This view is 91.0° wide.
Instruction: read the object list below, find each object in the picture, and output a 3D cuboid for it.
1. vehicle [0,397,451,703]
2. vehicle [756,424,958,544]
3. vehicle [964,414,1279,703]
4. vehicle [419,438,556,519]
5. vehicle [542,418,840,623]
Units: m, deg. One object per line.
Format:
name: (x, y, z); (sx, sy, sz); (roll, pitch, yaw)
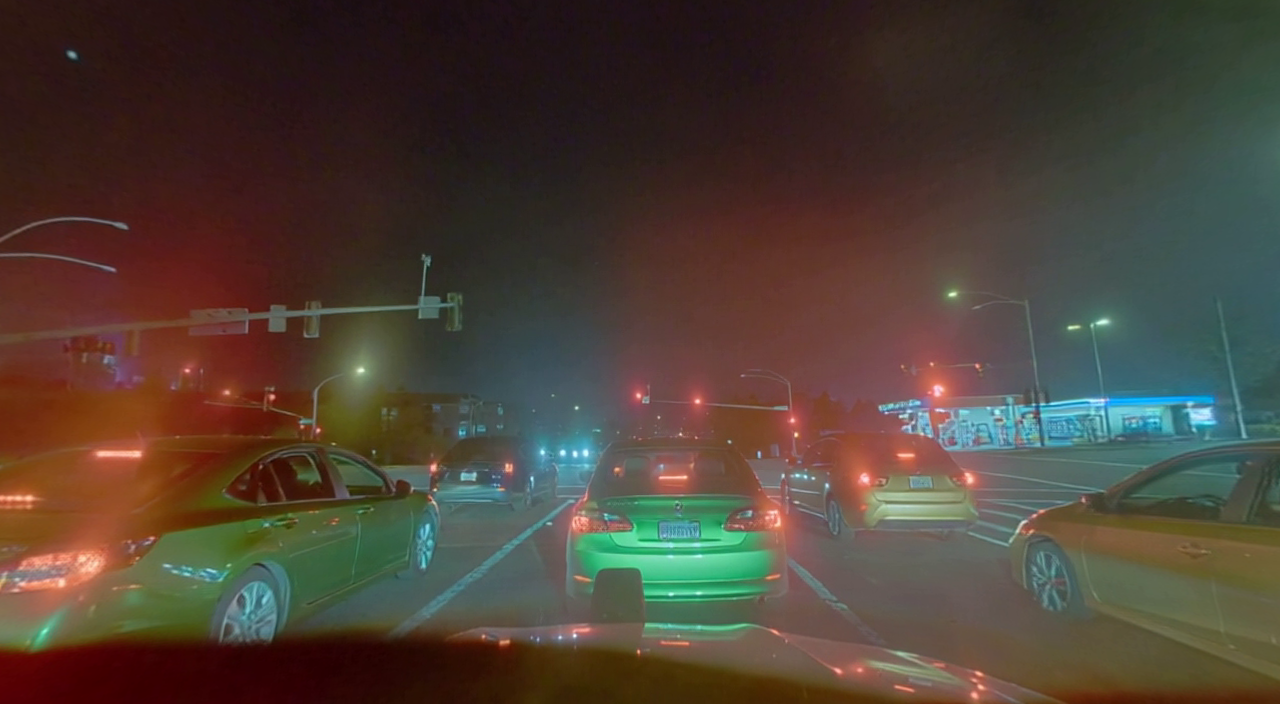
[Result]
vehicle: (-3.013, 1.248, 4.599); (1.887, 1.493, 4.255); (0, -9, 1)
vehicle: (3.373, 2.124, 10.776); (1.947, 1.630, 4.127); (0, -9, 0)
vehicle: (4.170, 1.134, 3.615); (1.950, 1.497, 4.686); (0, -9, -3)
vehicle: (-3.083, 2.639, 13.681); (1.867, 1.474, 4.237); (0, -9, 1)
vehicle: (0.321, 1.582, 6.924); (2.220, 1.507, 4.317); (0, -9, -2)
